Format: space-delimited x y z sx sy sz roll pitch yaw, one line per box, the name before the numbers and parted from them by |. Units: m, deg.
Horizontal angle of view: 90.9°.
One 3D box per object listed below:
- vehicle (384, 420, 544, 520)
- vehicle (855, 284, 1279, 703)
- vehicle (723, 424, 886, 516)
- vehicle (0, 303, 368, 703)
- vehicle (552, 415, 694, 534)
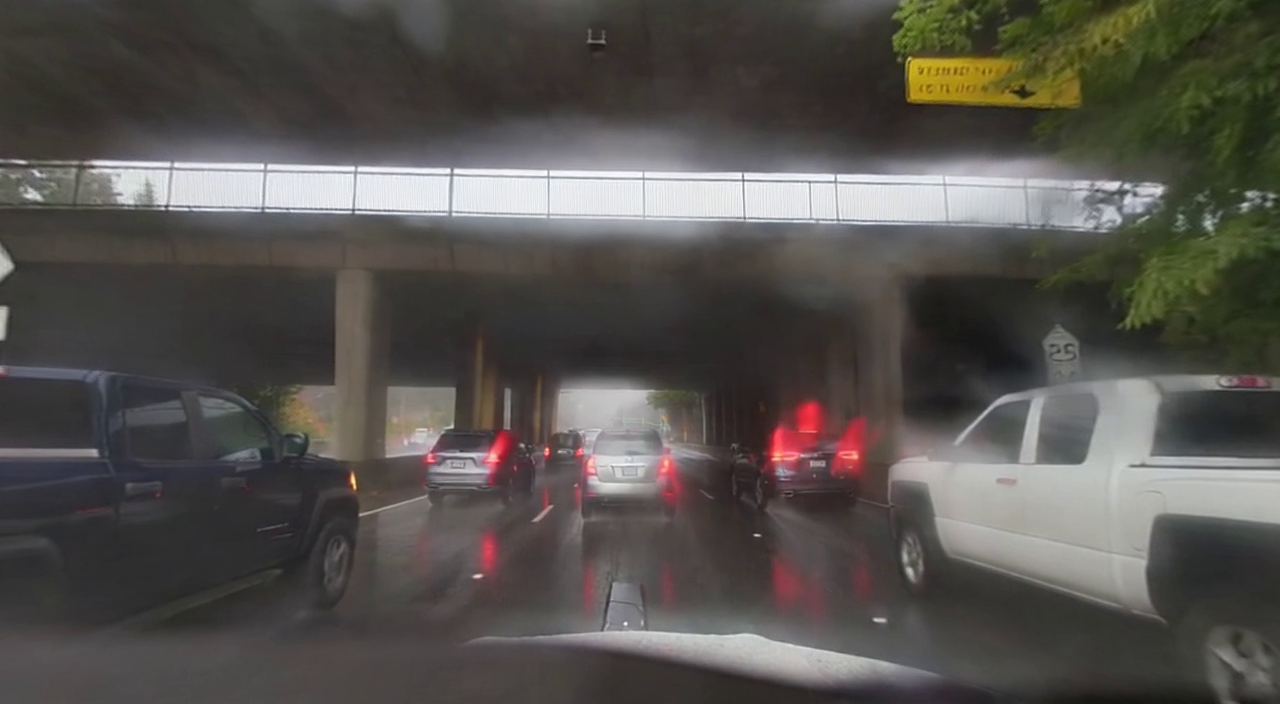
vehicle | -3.366 2.343 12.999 2.127 1.720 4.064 0 -8 0
vehicle | 3.691 1.049 4.807 2.401 1.968 4.841 0 -8 0
vehicle | 3.456 2.629 14.621 2.234 1.720 5.378 0 -8 -1
vehicle | -3.424 0.840 3.077 2.074 1.814 4.596 0 -8 0
vehicle | -0.291 2.104 11.335 2.097 1.748 3.794 0 -8 -1
